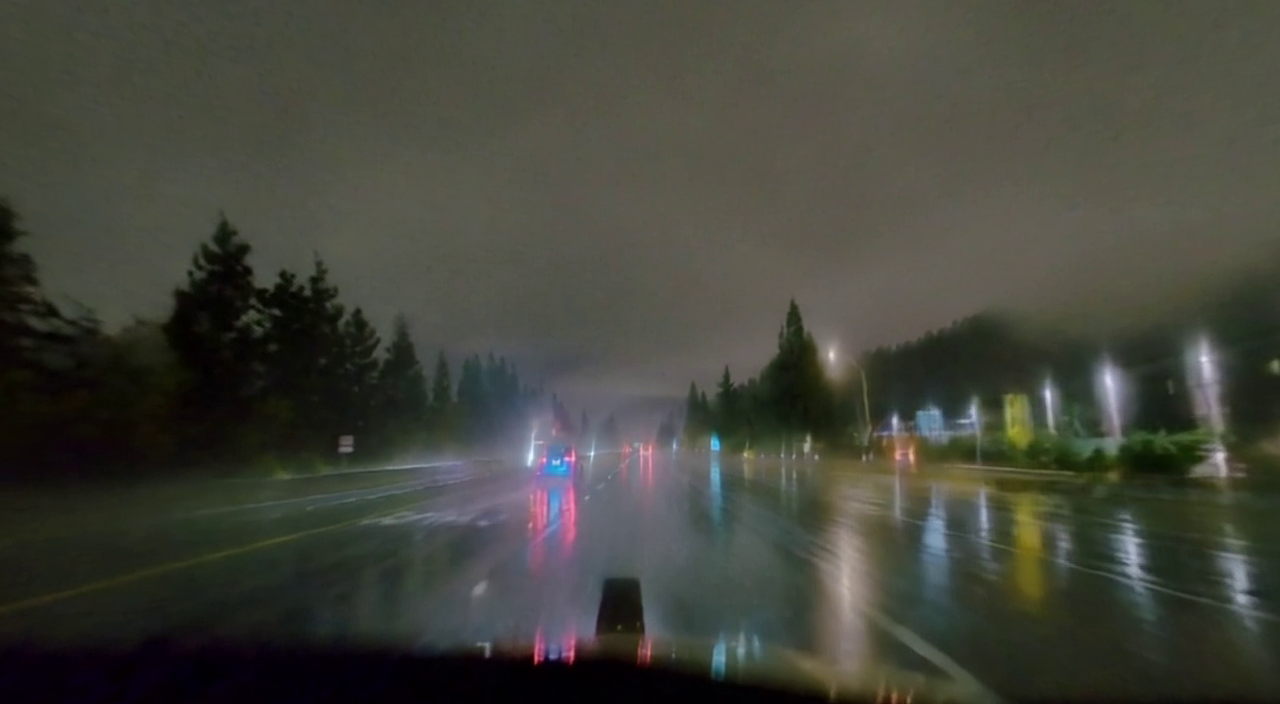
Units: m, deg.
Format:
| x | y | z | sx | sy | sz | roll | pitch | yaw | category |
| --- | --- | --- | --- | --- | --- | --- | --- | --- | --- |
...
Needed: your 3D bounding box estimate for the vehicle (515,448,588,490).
| x | y | z | sx | sy | sz | roll | pitch | yaw | category |
| --- | --- | --- | --- | --- | --- | --- | --- | --- | --- |
| -3.440 | 4.640 | 25.361 | 2.162 | 1.493 | 4.583 | 0 | -9 | 1 | vehicle |
